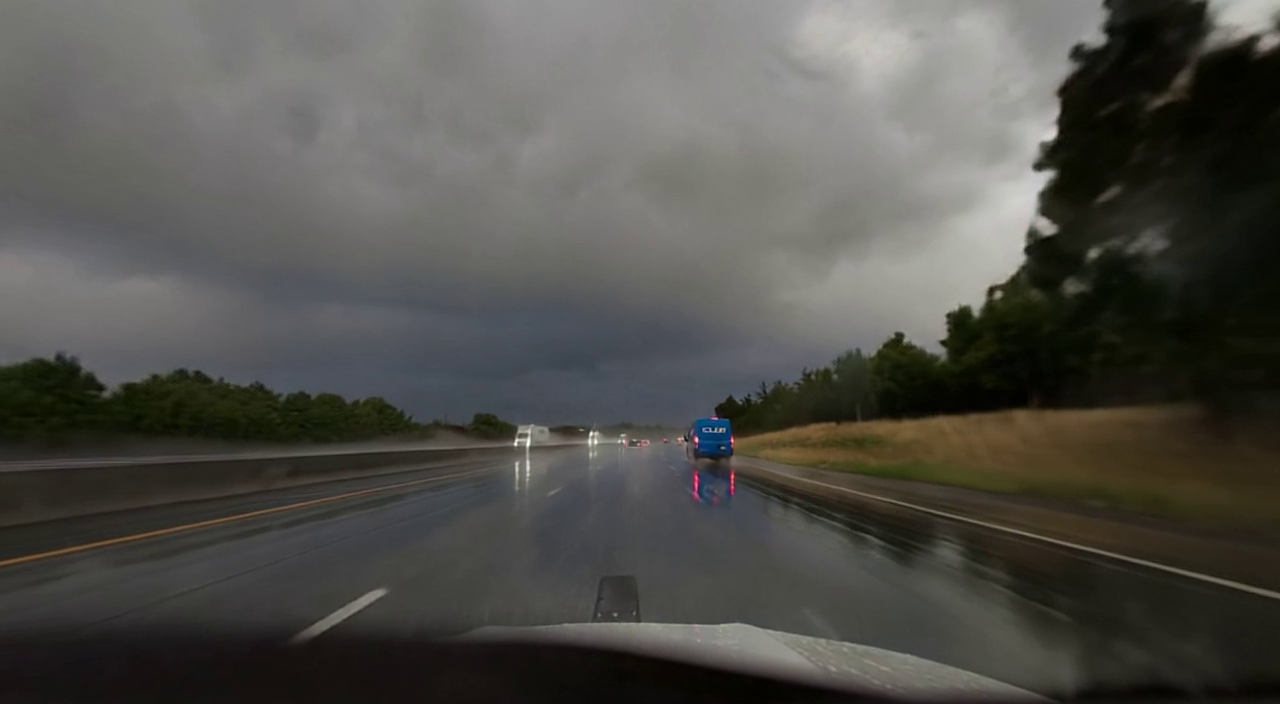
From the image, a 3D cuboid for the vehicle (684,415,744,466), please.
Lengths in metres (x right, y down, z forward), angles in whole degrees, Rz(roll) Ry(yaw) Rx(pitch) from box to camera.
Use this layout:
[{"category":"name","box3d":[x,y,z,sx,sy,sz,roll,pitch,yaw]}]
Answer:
[{"category":"vehicle","box3d":[3.933,4.889,34.736,2.485,2.562,5.535,0,-8,-2]}]
